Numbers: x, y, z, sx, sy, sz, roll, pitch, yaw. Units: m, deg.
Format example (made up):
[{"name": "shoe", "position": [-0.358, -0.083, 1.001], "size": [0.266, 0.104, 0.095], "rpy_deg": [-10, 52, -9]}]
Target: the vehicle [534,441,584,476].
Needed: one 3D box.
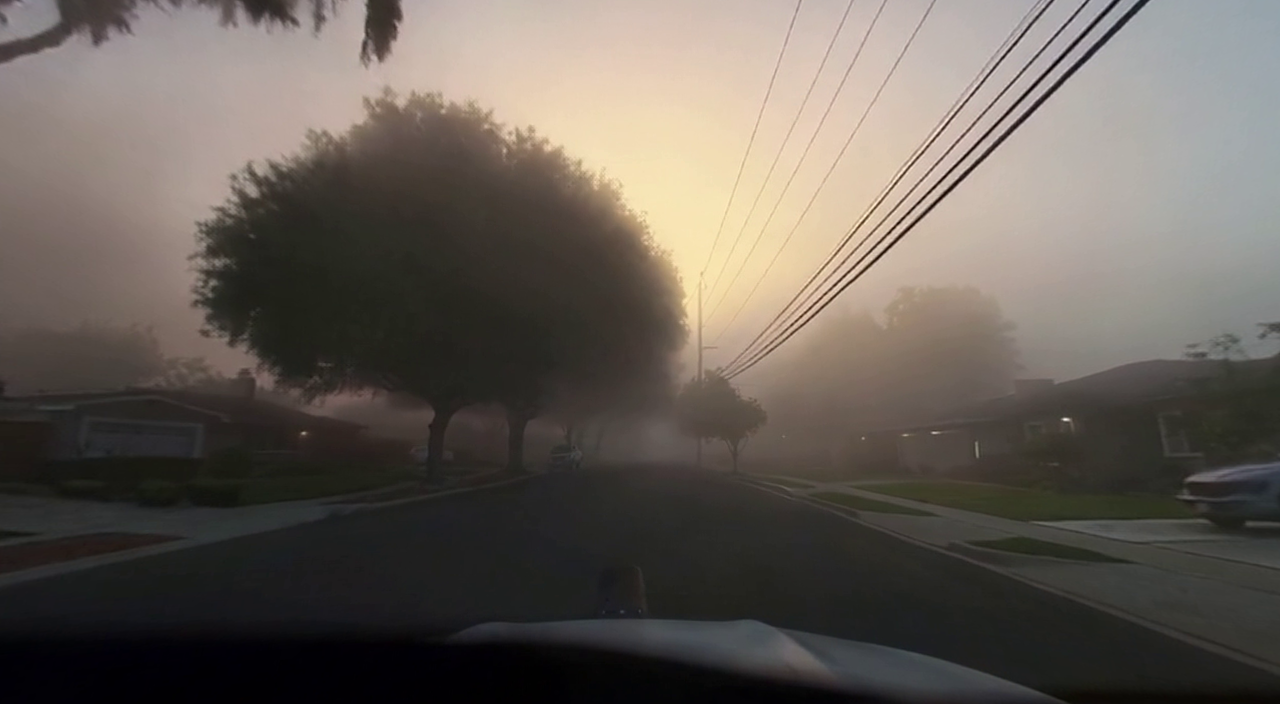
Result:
[{"name": "vehicle", "position": [-5.558, 7.477, 44.358], "size": [2.739, 2.164, 6.065], "rpy_deg": [-2, -10, -1]}]

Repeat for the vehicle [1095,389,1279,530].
[{"name": "vehicle", "position": [10.676, 1.591, 9.569], "size": [5.693, 1.886, 2.235], "rpy_deg": [0, -9, 2]}]

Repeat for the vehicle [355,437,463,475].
[{"name": "vehicle", "position": [-12.547, 5.698, 34.609], "size": [5.033, 1.997, 2.126], "rpy_deg": [0, -9, 0]}]
